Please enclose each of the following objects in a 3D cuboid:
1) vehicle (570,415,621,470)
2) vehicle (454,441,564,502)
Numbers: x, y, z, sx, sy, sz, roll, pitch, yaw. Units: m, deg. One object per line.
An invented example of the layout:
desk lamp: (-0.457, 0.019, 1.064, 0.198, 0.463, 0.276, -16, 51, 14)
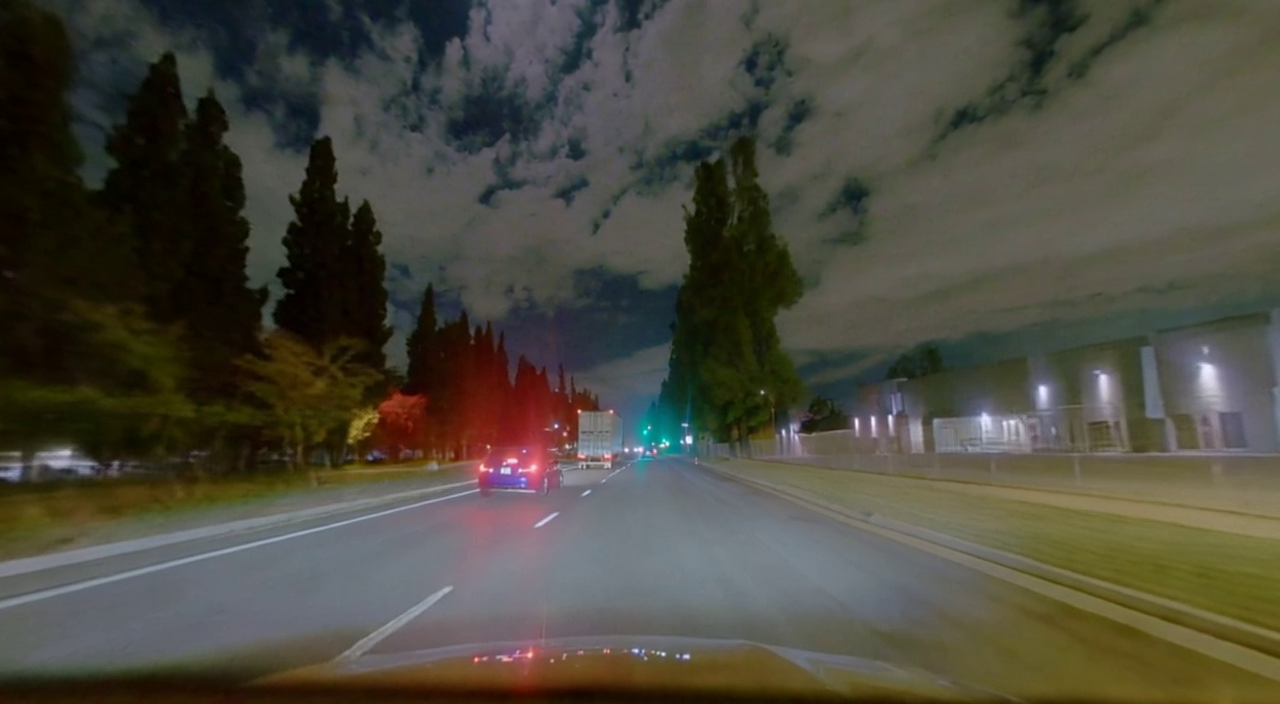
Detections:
vehicle: (-2.803, 6.126, 42.467, 2.746, 3.276, 8.572, 0, -9, 1)
vehicle: (-3.484, 3.254, 17.624, 2.005, 1.462, 4.345, 0, -9, 2)
